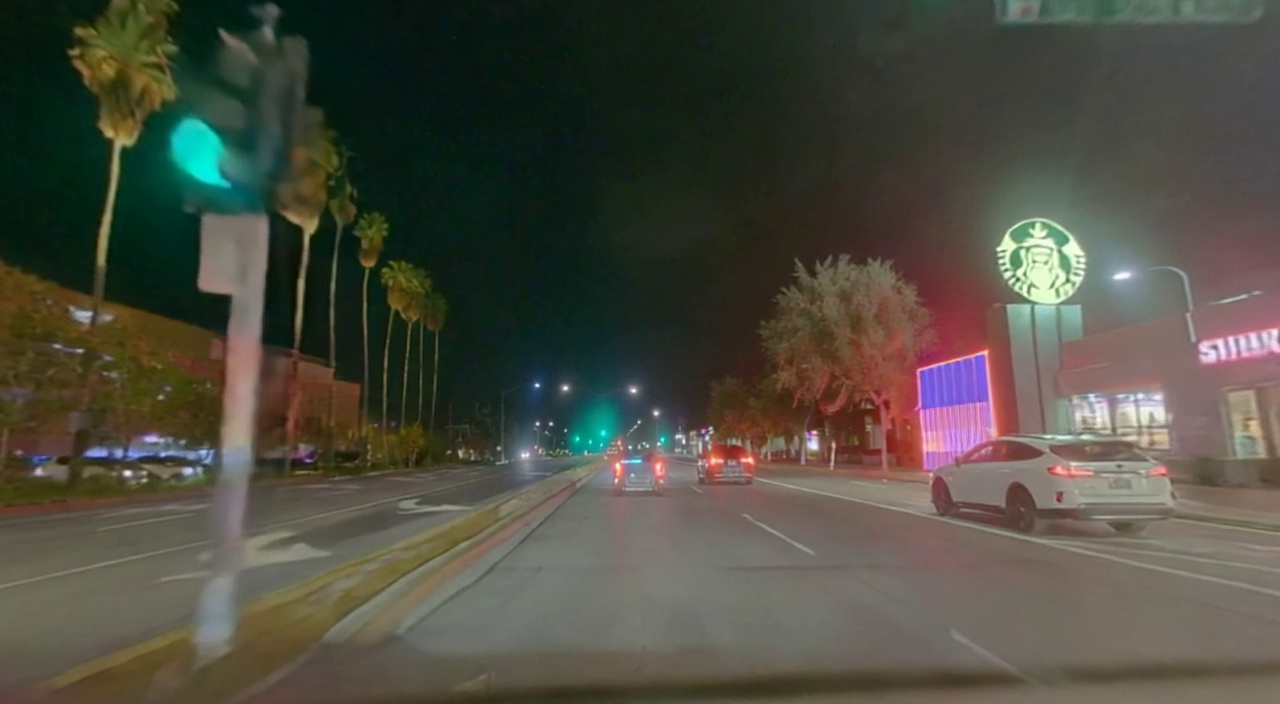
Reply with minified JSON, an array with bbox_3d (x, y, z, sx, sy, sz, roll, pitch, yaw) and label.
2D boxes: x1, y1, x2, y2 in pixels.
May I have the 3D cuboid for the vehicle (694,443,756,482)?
[{"bbox_3d":[3.548,4.665,27.027,1.892,1.532,4.177,0,-8,-2],"label":"vehicle"}]

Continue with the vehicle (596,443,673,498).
[{"bbox_3d":[-0.173,3.545,19.360,2.110,1.487,3.873,0,-8,-1],"label":"vehicle"}]

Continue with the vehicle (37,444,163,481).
[{"bbox_3d":[-31.145,6.397,36.527,5.230,1.986,2.250,-1,-10,3],"label":"vehicle"}]

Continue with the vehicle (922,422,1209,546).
[{"bbox_3d":[6.754,2.111,10.739,1.940,1.674,4.085,0,-8,-1],"label":"vehicle"}]
